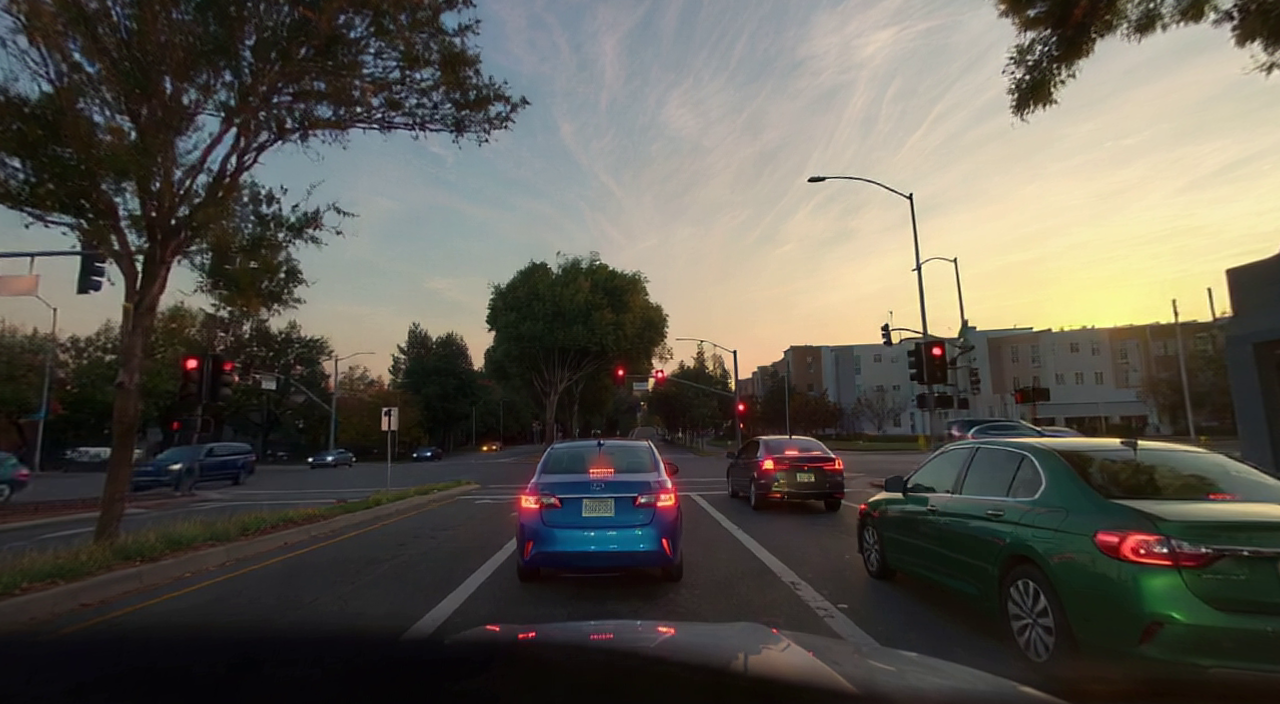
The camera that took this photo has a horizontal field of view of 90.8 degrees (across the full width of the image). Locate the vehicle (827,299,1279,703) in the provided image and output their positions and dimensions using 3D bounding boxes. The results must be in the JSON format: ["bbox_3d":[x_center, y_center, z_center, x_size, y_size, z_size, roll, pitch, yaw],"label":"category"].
[{"bbox_3d":[3.581,1.107,5.054,2.572,1.945,5.065,0,-8,0],"label":"vehicle"}]

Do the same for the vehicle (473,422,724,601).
[{"bbox_3d":[-0.373,1.652,7.407,2.143,1.520,3.848,0,-8,-1],"label":"vehicle"}]

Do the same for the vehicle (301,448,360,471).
[{"bbox_3d":[-21.978,7.644,45.032,1.863,1.496,4.389,0,-8,1],"label":"vehicle"}]

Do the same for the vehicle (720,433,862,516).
[{"bbox_3d":[3.162,2.664,14.314,2.026,1.549,4.559,0,-8,-1],"label":"vehicle"}]

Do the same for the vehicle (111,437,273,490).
[{"bbox_3d":[-17.941,4.477,25.843,2.308,1.903,5.813,0,-8,0],"label":"vehicle"}]
